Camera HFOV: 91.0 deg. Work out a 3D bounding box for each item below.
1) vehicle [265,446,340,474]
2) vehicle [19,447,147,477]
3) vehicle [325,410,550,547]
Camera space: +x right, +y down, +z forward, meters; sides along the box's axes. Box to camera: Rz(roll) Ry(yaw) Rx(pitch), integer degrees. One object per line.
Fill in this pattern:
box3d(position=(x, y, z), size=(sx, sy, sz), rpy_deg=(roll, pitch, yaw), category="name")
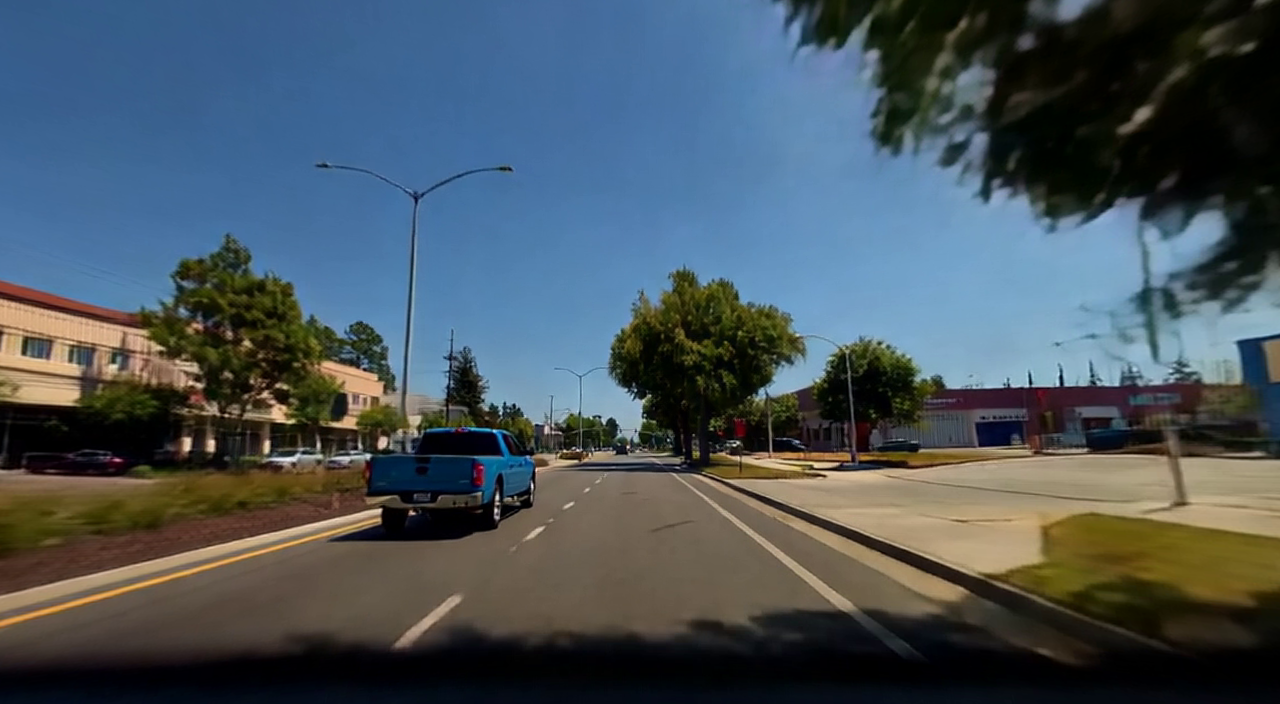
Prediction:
box3d(position=(-21.294, 6.816, 39.978), size=(1.840, 1.510, 5.115), rpy_deg=(-2, -8, 2), category="vehicle")
box3d(position=(-28.513, 5.624, 32.293), size=(4.702, 1.485, 2.024), rpy_deg=(-1, -9, 3), category="vehicle")
box3d(position=(-3.059, 2.073, 11.059), size=(2.065, 1.790, 5.417), rpy_deg=(0, -9, 1), category="vehicle")
